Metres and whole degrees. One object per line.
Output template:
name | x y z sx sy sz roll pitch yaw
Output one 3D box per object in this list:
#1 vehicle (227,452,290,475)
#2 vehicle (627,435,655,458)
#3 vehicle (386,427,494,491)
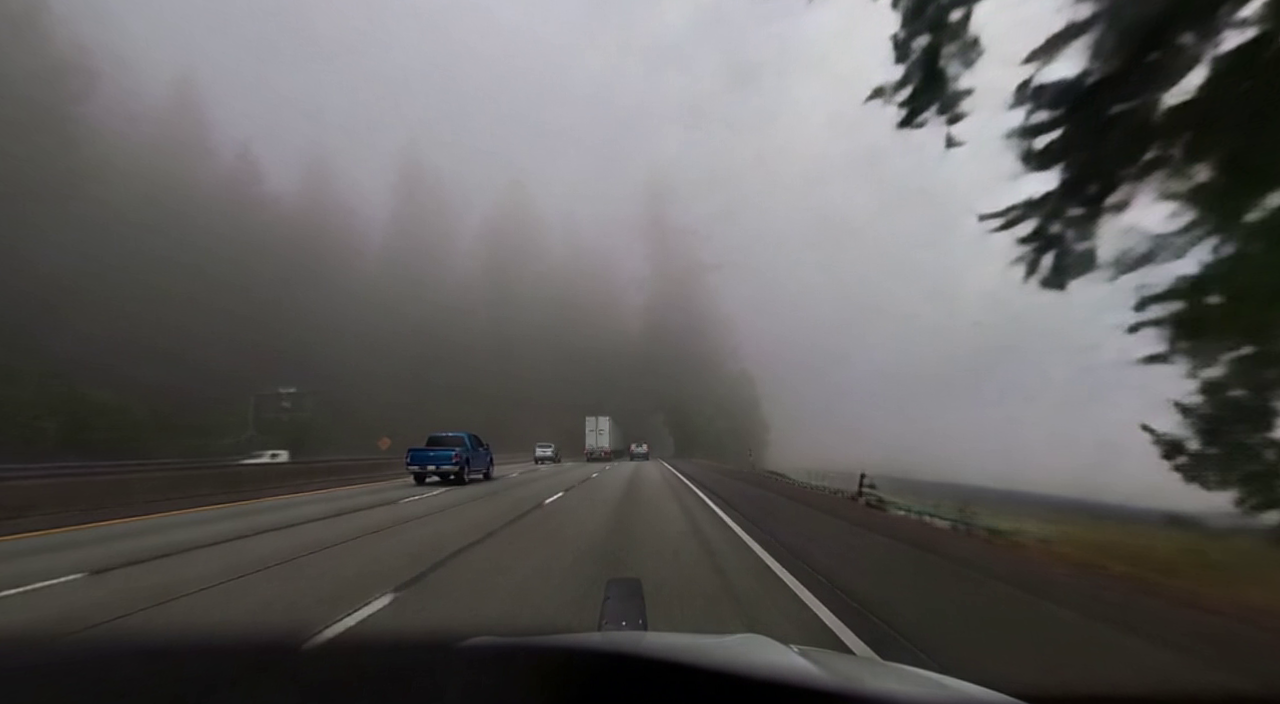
vehicle | -29.673 8.687 49.230 1.963 1.610 4.674 0 -8 0
vehicle | 0.069 7.189 48.043 2.072 1.630 4.529 0 -8 0
vehicle | -6.533 3.543 21.247 2.149 1.884 4.627 0 -8 -1
